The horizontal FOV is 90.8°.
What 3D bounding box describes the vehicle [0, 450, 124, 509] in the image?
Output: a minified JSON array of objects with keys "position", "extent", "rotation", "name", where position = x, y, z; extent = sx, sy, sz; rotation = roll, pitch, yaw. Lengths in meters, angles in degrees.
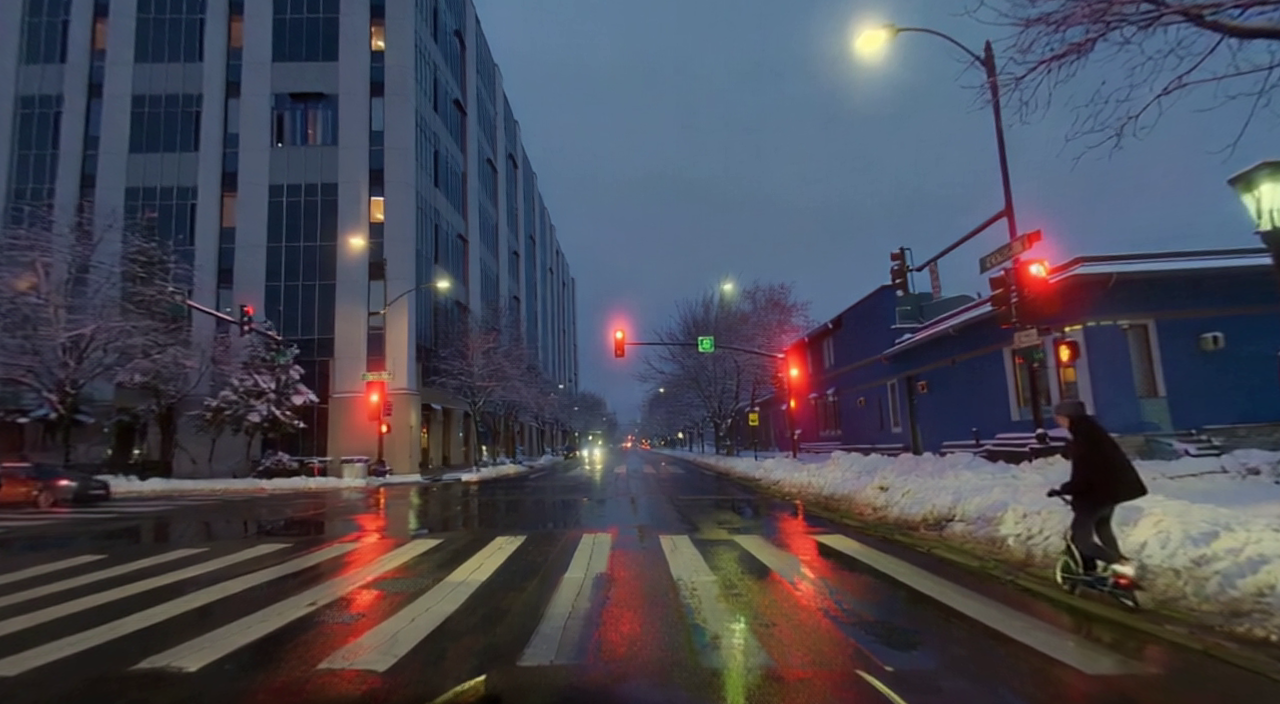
[{"position":[-18.622,3.752,18.794],"extent":[4.641,1.616,2.051],"rotation":[0,-8,-1],"name":"vehicle"}]
